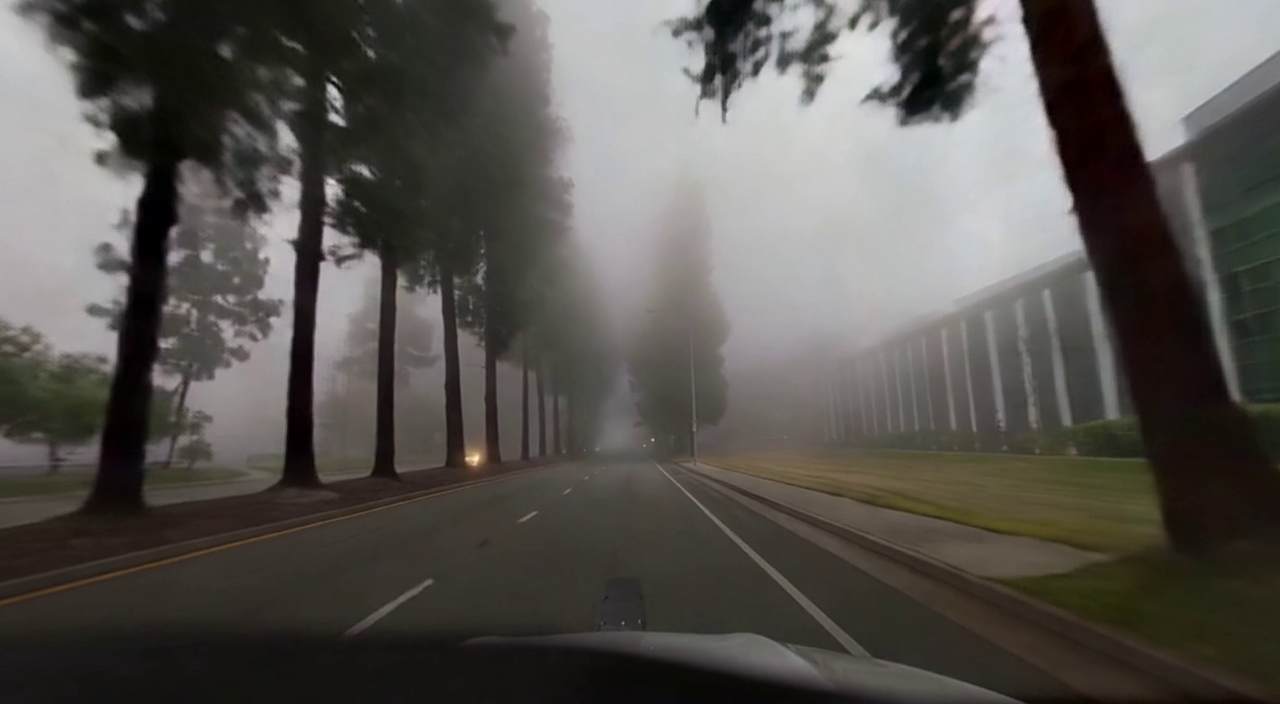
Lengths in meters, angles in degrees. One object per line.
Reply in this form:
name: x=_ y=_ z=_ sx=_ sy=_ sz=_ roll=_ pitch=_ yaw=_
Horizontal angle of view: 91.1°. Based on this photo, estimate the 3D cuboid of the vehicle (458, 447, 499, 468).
vehicle: x=-11.910 y=7.813 z=46.569 sx=1.881 sy=1.445 sz=4.280 roll=0 pitch=-8 yaw=1
